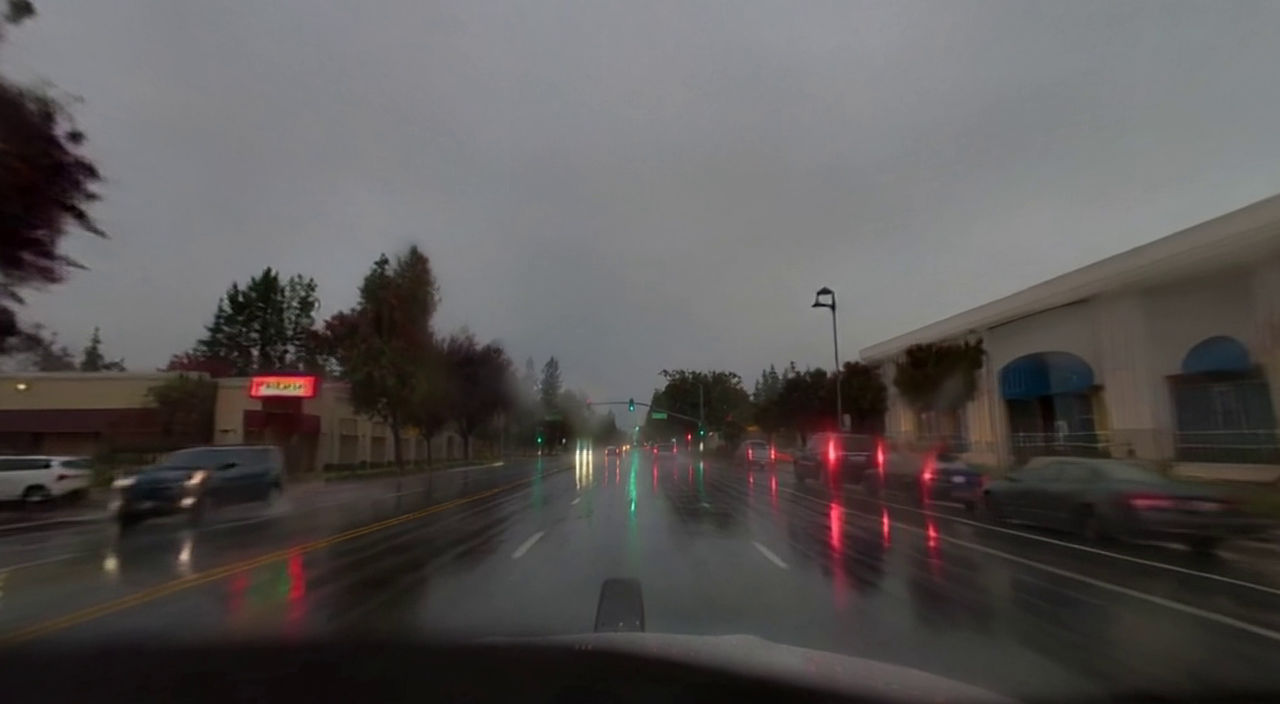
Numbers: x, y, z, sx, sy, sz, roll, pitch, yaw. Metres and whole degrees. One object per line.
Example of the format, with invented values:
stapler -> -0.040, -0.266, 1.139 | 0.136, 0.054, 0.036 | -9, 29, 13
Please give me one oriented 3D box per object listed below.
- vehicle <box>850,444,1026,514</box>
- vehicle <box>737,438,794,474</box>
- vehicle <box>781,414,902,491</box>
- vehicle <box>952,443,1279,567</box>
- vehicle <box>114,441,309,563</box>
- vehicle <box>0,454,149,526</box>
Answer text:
vehicle -> 7.220, 3.084, 16.084 | 1.884, 1.458, 5.146 | 0, -8, -1
vehicle -> 6.995, 5.863, 35.830 | 2.088, 1.848, 4.936 | 0, -9, -2
vehicle -> 7.099, 3.653, 23.184 | 2.323, 2.433, 5.901 | 0, -8, -2
vehicle -> 7.192, 2.194, 10.073 | 1.862, 1.464, 4.892 | 0, -8, -1
vehicle -> -7.345, 2.327, 10.799 | 2.165, 1.567, 4.700 | 6, -10, -36
vehicle -> -14.458, 3.128, 14.699 | 4.635, 1.457, 2.060 | -2, -9, 10
